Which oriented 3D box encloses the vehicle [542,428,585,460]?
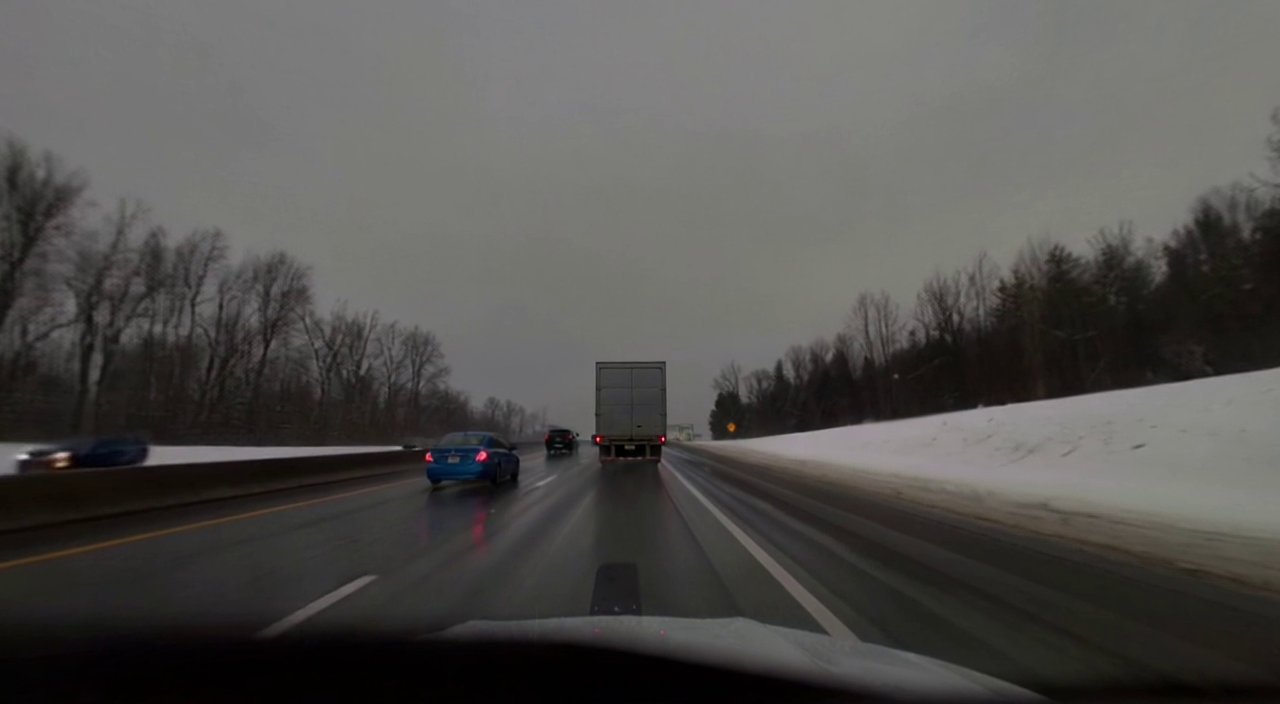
[{"bbox_3d":[-4.617,5.633,38.606,2.019,1.834,4.644,0,-8,0],"label":"vehicle"}]

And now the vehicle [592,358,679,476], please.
[{"bbox_3d":[-0.285,2.907,26.767,2.953,4.041,10.072,0,-8,-1],"label":"vehicle"}]

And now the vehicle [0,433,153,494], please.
[{"bbox_3d":[-17.951,3.370,19.493,1.992,1.643,4.609,0,-8,0],"label":"vehicle"}]

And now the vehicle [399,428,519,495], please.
[{"bbox_3d":[-4.638,2.849,16.902,1.931,1.539,4.441,0,-8,0],"label":"vehicle"}]
